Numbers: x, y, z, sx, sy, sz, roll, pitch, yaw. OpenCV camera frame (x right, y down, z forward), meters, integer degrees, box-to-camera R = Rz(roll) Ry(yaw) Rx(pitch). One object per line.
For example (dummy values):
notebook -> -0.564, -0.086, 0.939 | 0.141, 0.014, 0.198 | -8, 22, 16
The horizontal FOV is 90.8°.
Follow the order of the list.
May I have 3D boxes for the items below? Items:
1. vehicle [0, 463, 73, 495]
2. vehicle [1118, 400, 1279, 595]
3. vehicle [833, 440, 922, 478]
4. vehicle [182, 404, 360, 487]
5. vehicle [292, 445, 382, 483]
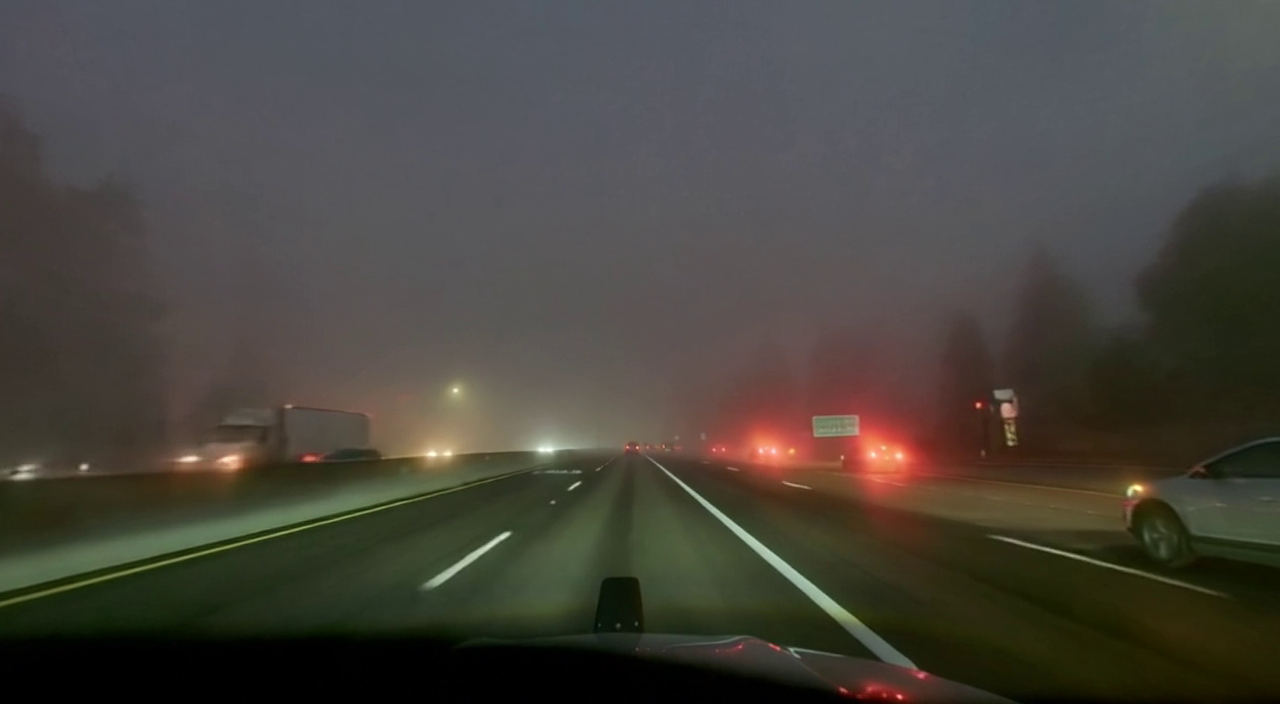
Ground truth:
vehicle -> -35.628, 7.278, 36.467 | 1.879, 1.576, 4.072 | -1, -9, 3
vehicle -> 6.590, 1.185, 4.984 | 2.027, 1.679, 4.543 | 0, -9, 0
vehicle -> 10.511, 4.747, 28.426 | 1.962, 1.536, 4.945 | 0, -9, -1
vehicle -> -15.375, 4.039, 27.302 | 2.814, 3.036, 7.829 | 0, -9, 1
vehicle -> -11.183, 4.121, 23.584 | 1.620, 1.274, 3.583 | 0, -8, -1
